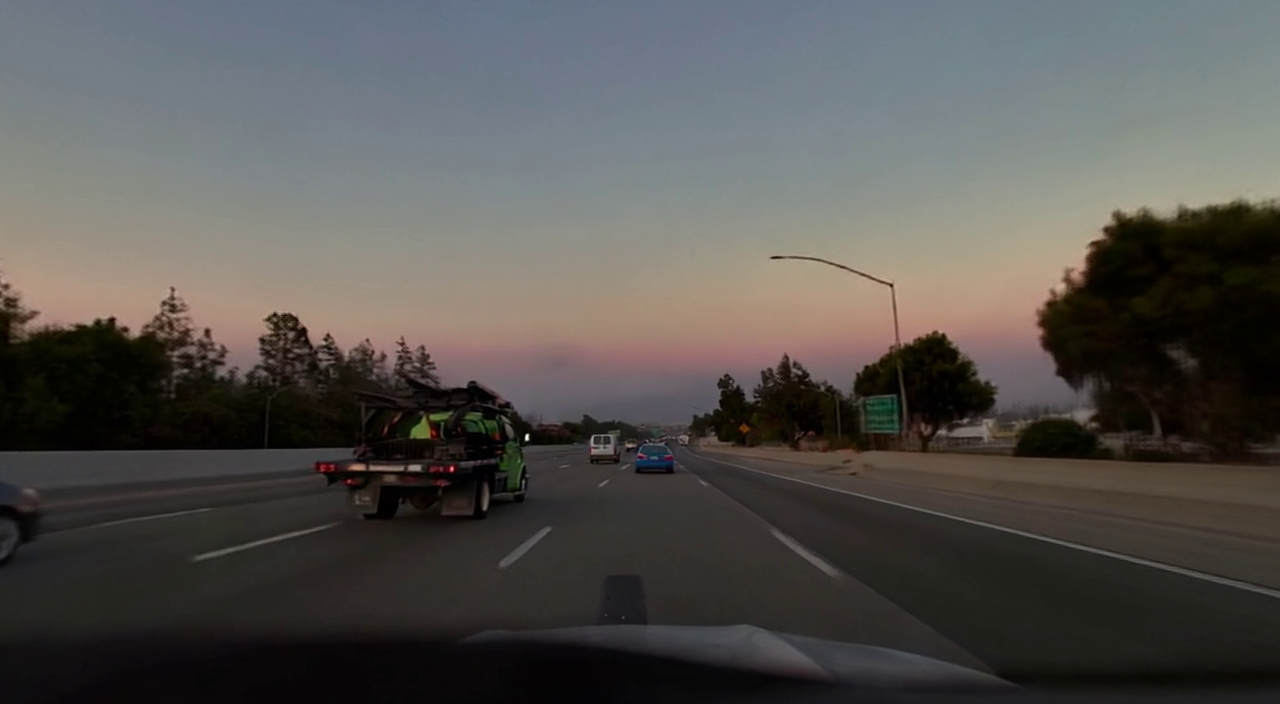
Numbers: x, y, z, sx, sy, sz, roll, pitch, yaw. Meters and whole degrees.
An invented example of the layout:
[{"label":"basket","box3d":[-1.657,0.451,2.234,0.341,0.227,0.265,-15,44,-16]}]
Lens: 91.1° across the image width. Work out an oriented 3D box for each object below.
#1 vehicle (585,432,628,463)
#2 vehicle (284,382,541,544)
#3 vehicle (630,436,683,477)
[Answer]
[{"label":"vehicle","box3d":[-2.391,7.073,46.547,2.526,2.146,5.594,0,-8,3]},{"label":"vehicle","box3d":[-3.351,1.818,10.870,2.292,2.070,5.532,0,-8,1]},{"label":"vehicle","box3d":[0.686,4.561,27.611,2.165,1.653,4.456,0,-8,1]}]
